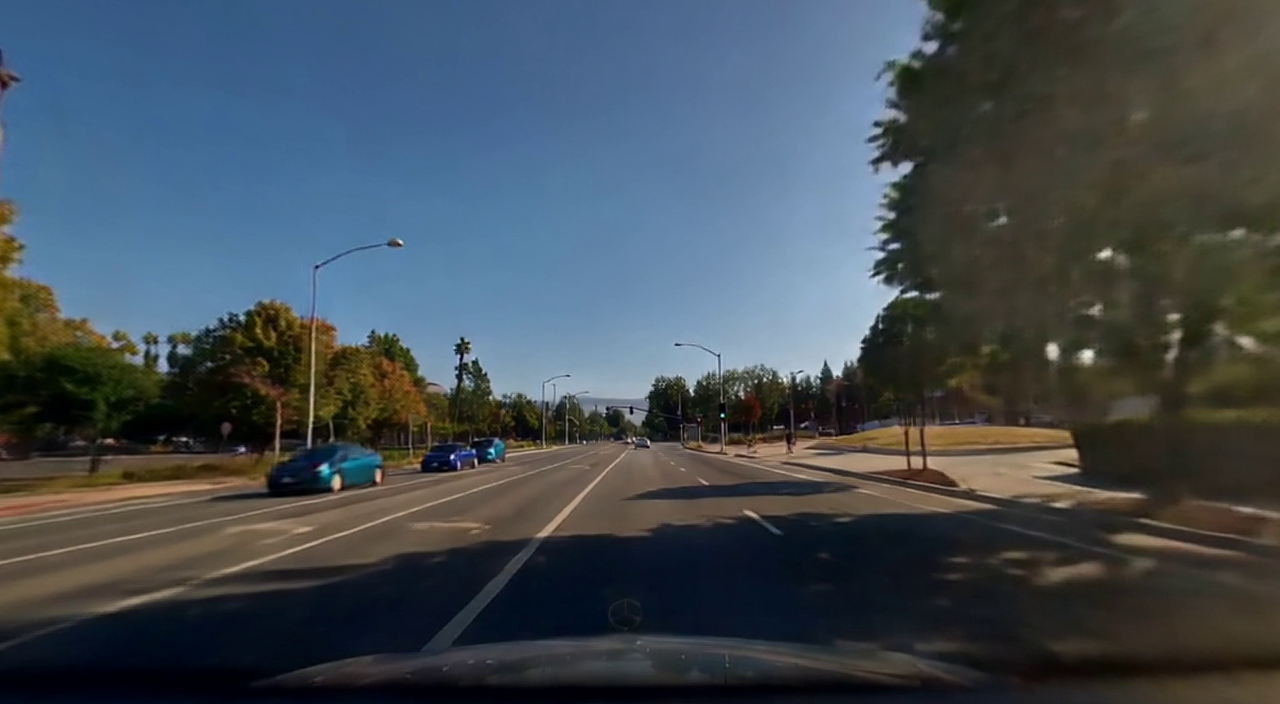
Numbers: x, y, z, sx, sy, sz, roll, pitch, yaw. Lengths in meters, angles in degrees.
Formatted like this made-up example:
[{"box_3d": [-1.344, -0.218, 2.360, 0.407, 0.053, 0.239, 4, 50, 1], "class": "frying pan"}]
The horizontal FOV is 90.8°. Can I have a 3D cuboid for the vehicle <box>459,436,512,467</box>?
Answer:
[{"box_3d": [-9.152, 5.914, 37.838, 2.066, 1.709, 4.509, 0, -8, -1], "class": "vehicle"}]

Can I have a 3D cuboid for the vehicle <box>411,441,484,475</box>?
[{"box_3d": [-8.934, 4.923, 29.699, 1.940, 1.452, 4.441, 0, -8, 1], "class": "vehicle"}]

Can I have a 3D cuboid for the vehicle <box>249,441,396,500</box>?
[{"box_3d": [-8.899, 3.310, 18.207, 1.959, 1.469, 4.369, 0, -8, 0], "class": "vehicle"}]
